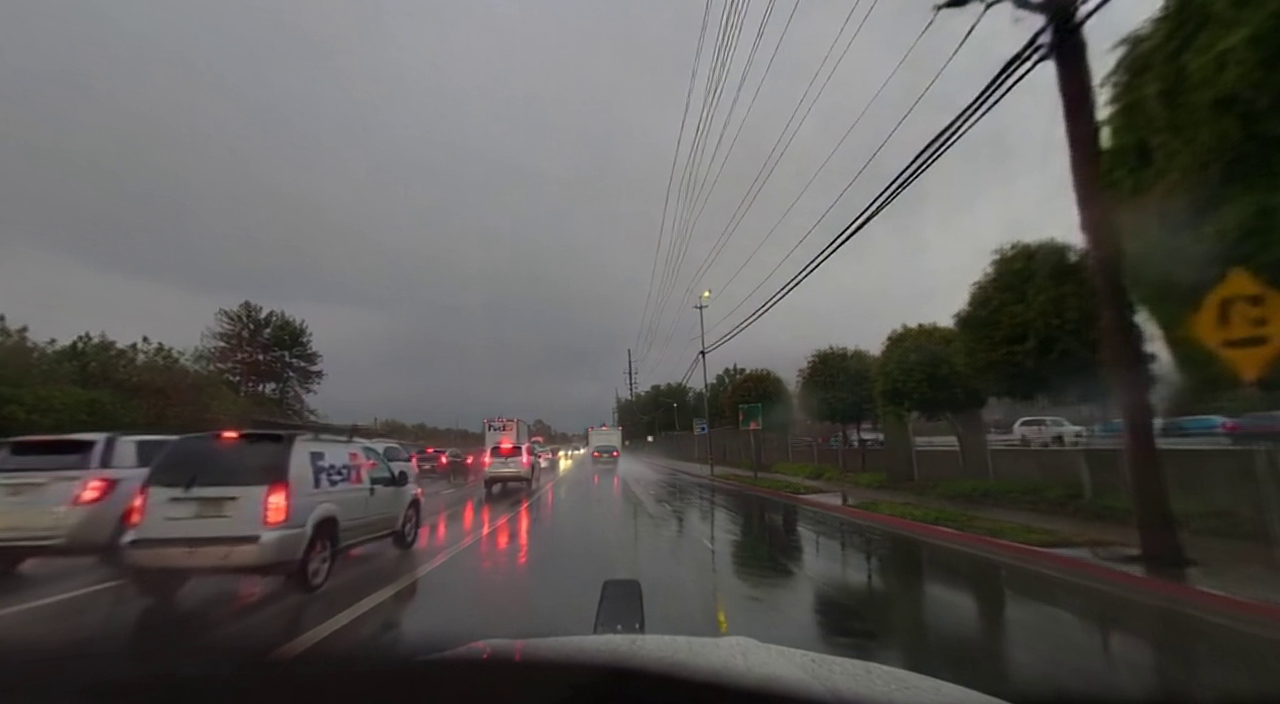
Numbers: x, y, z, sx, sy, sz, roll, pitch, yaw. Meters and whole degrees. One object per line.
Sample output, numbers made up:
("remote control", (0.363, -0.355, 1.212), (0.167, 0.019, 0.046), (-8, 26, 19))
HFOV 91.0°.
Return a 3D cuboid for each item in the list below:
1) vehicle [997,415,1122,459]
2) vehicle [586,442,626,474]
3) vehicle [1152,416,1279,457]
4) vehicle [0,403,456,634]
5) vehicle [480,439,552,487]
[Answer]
("vehicle", (29.786, 6.053, 44.840), (7.011, 3.014, 2.594), (0, -9, -3))
("vehicle", (-1.905, 5.807, 34.756), (2.055, 1.671, 4.147), (1, -8, -4))
("vehicle", (31.480, 4.631, 34.211), (5.535, 2.130, 2.145), (1, -9, -5))
("vehicle", (-3.941, 1.581, 7.069), (2.388, 1.692, 4.684), (0, -8, -1))
("vehicle", (-4.751, 4.320, 24.865), (2.057, 1.673, 4.934), (0, -8, -2))
